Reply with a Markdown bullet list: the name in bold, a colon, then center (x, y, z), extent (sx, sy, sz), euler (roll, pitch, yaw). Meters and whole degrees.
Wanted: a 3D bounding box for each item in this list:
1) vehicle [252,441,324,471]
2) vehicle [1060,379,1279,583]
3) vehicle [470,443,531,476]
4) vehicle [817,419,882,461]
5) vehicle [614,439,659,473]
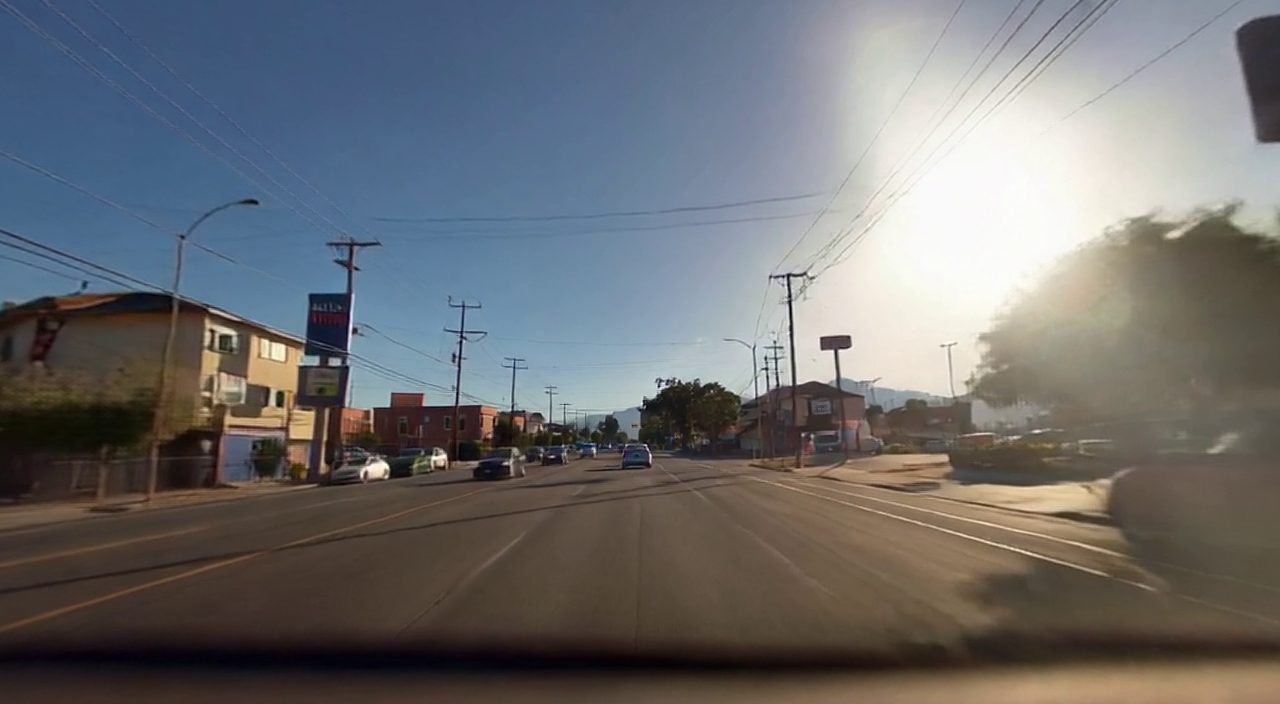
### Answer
- **vehicle**: center (-20.956, 6.185, 37.851), extent (1.911, 1.663, 4.115), euler (0, -8, 0)
- **vehicle**: center (7.689, 1.401, 7.025), extent (2.257, 2.072, 5.376), euler (0, -8, -1)
- **vehicle**: center (-6.653, 5.150, 30.528), extent (1.930, 1.450, 4.234), euler (0, -8, 1)
- **vehicle**: center (13.870, 5.912, 42.326), extent (2.449, 2.564, 5.877), euler (0, -9, 2)
- **vehicle**: center (-0.173, 5.109, 31.407), extent (2.067, 1.547, 4.513), euler (0, -8, -1)
